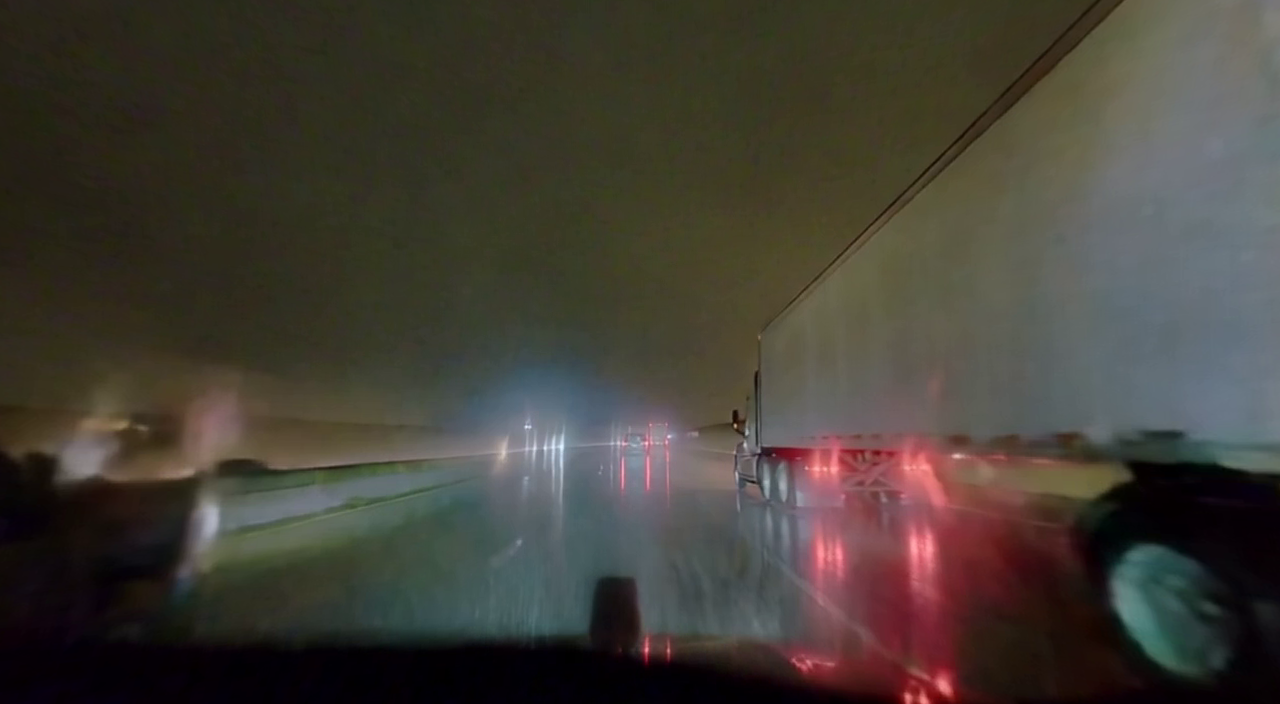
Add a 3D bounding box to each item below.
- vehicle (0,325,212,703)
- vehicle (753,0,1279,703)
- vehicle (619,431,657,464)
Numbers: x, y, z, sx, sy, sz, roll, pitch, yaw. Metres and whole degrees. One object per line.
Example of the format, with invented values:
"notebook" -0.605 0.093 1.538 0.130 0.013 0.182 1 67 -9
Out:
"vehicle" -3.606 0.631 1.287 2.326 1.761 4.450 0 -8 -1
"vehicle" 3.848 0.173 5.737 3.469 3.881 10.805 0 -8 -1
"vehicle" -0.203 6.407 42.361 2.456 2.007 4.728 0 -8 -2
